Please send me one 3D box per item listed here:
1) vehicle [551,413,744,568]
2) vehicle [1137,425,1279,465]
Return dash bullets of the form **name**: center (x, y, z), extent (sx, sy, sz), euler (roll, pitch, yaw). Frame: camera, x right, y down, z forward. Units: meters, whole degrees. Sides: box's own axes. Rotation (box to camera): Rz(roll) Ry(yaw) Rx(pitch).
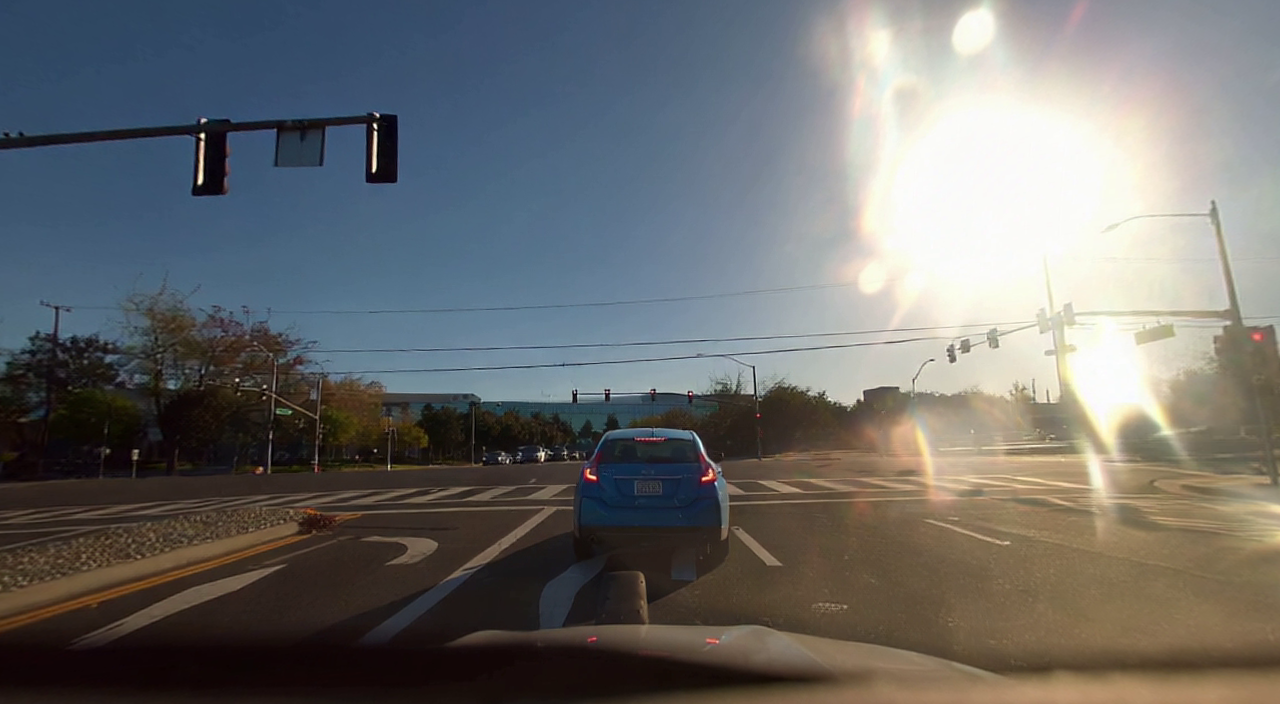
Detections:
- **vehicle**: center (0.039, 1.754, 8.709), extent (2.027, 1.626, 3.942), euler (0, -8, -1)
- **vehicle**: center (28.493, 4.673, 31.726), extent (5.247, 1.889, 2.050), euler (0, -8, 1)
